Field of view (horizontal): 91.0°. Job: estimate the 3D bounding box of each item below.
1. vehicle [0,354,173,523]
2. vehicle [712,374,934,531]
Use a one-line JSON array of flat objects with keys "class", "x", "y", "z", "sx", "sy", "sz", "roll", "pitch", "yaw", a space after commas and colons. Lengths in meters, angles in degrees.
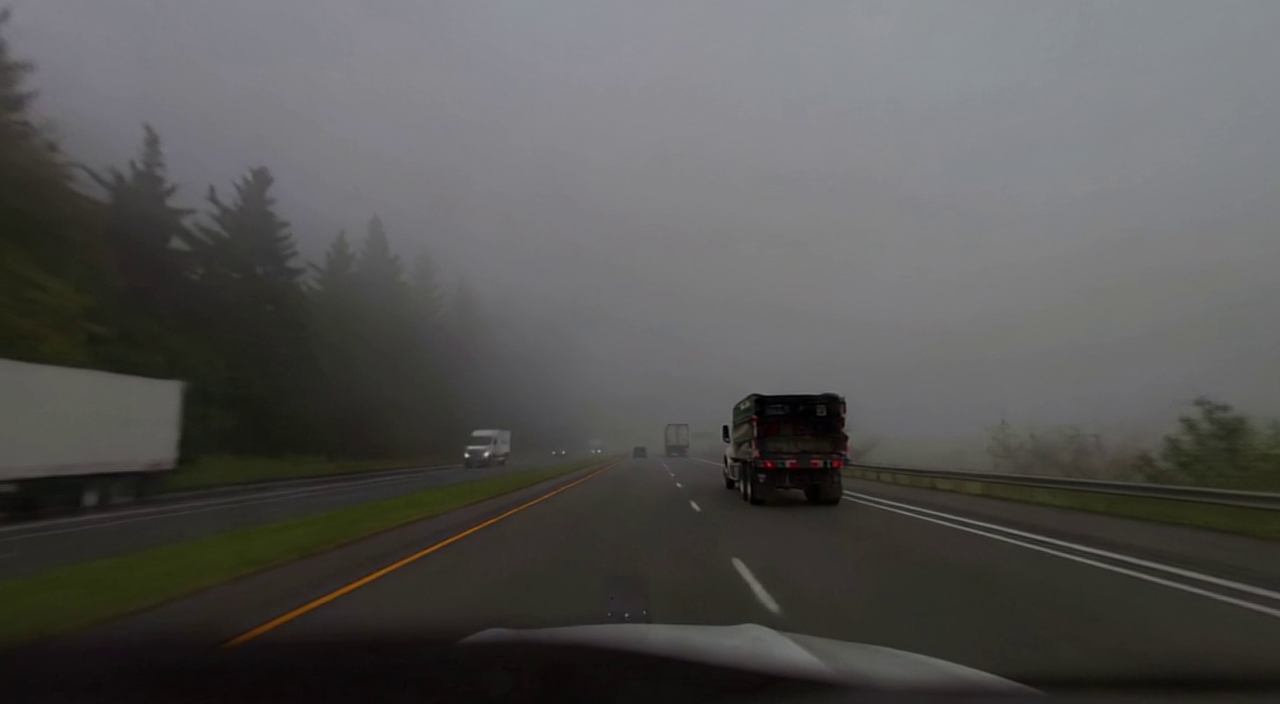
[{"class": "vehicle", "x": -16.877, "y": 1.869, "z": 13.727, "sx": 2.848, "sy": 4.037, "sz": 13.496, "roll": 0, "pitch": -8, "yaw": 1}, {"class": "vehicle", "x": 3.214, "y": 2.016, "z": 13.042, "sx": 2.677, "sy": 2.439, "sz": 6.402, "roll": 0, "pitch": -8, "yaw": 0}]
